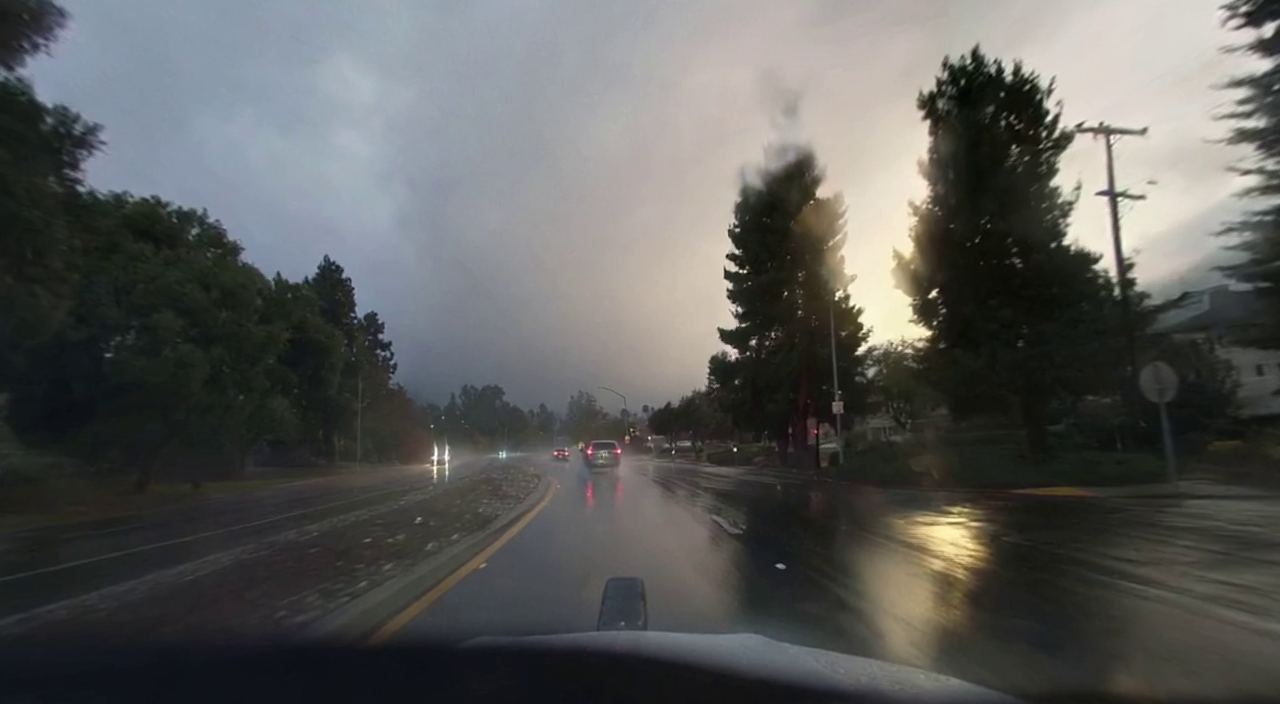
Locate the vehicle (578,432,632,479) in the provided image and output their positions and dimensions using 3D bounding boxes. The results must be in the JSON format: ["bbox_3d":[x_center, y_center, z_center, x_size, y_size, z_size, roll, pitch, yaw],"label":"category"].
[{"bbox_3d":[-1.717,4.804,29.402,2.072,2.002,4.391,1,-9,-9],"label":"vehicle"}]
